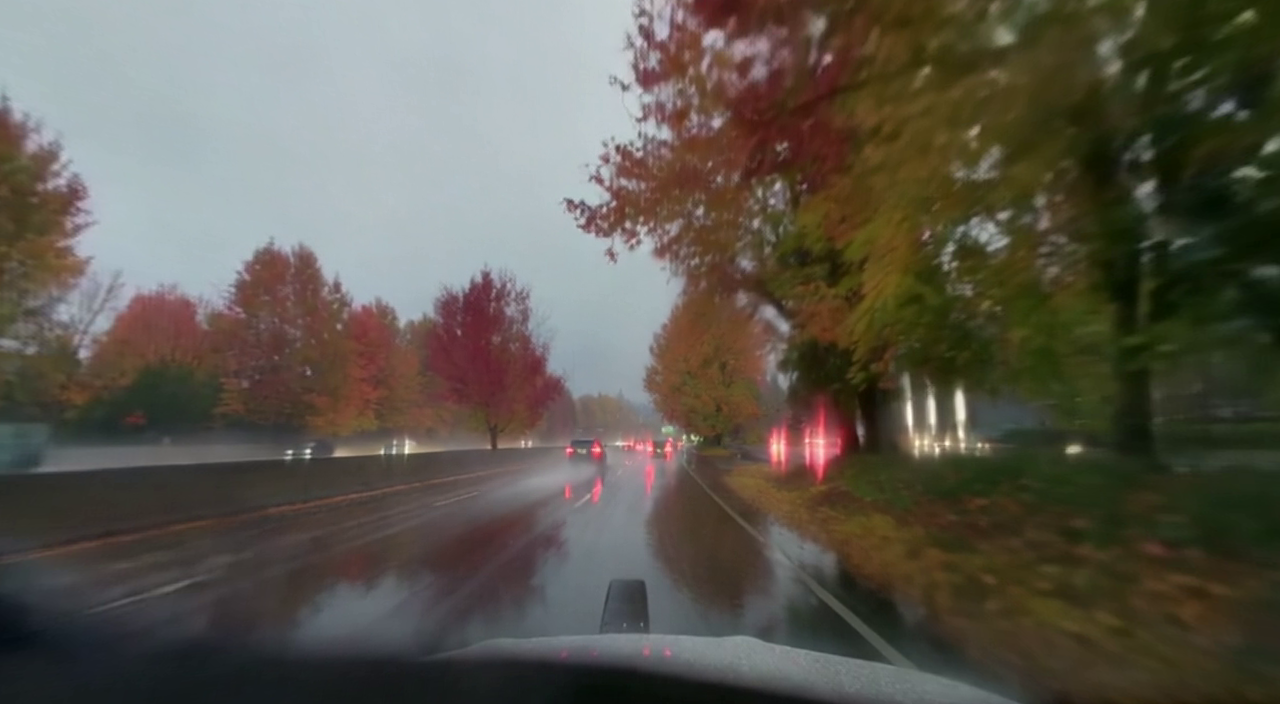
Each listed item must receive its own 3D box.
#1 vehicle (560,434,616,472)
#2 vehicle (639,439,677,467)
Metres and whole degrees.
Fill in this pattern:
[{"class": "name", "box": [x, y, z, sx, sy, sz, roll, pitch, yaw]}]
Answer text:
[{"class": "vehicle", "box": [-2.404, 4.834, 30.335, 2.197, 1.709, 4.069, 0, -8, 2]}, {"class": "vehicle", "box": [1.011, 5.631, 35.343, 2.040, 1.493, 3.682, 0, -8, 1]}]
